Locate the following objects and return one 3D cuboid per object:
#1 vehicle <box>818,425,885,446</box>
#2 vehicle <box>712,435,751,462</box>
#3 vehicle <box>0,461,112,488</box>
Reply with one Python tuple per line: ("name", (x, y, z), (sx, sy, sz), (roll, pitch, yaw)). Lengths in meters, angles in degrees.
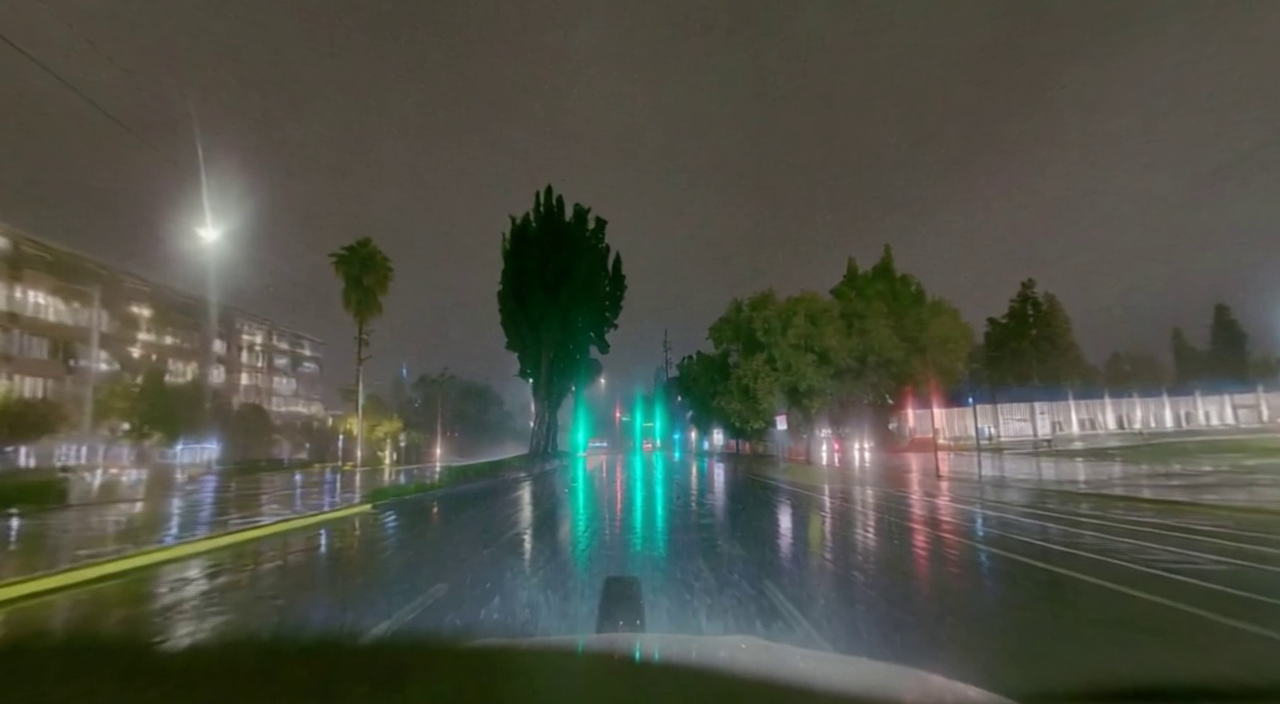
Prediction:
("vehicle", (15.712, 6.265, 47.105), (4.320, 1.492, 1.835), (0, -8, 3))
("vehicle", (6.078, 6.479, 42.413), (1.986, 1.682, 4.341), (0, -8, 0))
("vehicle", (-32.482, 6.800, 35.235), (4.359, 1.405, 1.831), (0, -8, -2))
